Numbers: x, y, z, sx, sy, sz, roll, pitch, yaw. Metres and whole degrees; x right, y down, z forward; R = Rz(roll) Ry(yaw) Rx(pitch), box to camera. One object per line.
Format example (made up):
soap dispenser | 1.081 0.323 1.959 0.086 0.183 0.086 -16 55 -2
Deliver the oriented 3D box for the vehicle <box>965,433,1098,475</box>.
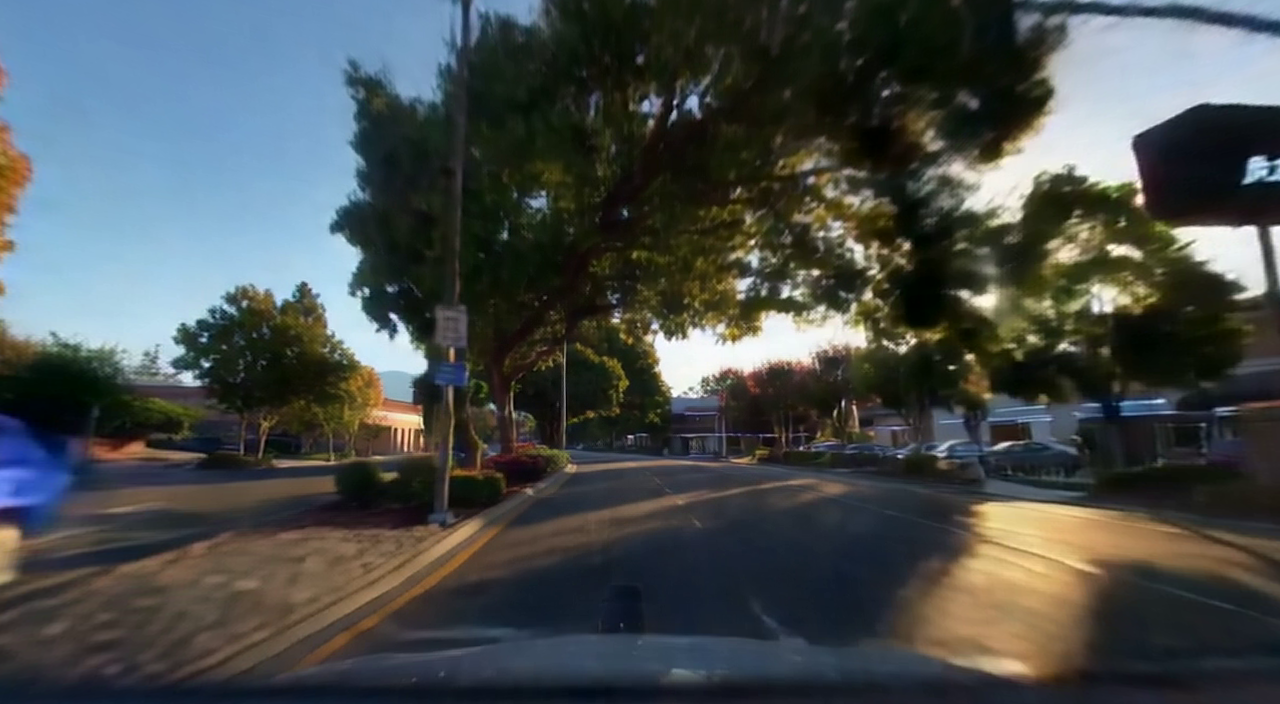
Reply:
vehicle | 17.217 4.539 27.956 4.481 1.685 2.195 2 -10 -4

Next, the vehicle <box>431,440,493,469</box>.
vehicle | -9.772 5.631 35.003 2.094 1.485 4.446 0 -9 1

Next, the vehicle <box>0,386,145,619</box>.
vehicle | -5.638 0.999 3.872 2.057 1.709 4.590 1 -9 -10

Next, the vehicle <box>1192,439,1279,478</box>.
vehicle | 30.730 5.223 30.981 5.610 1.800 2.254 2 -9 -8

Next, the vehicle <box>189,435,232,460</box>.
vehicle | -33.579 7.480 49.480 2.072 1.840 5.198 4 -10 -27
